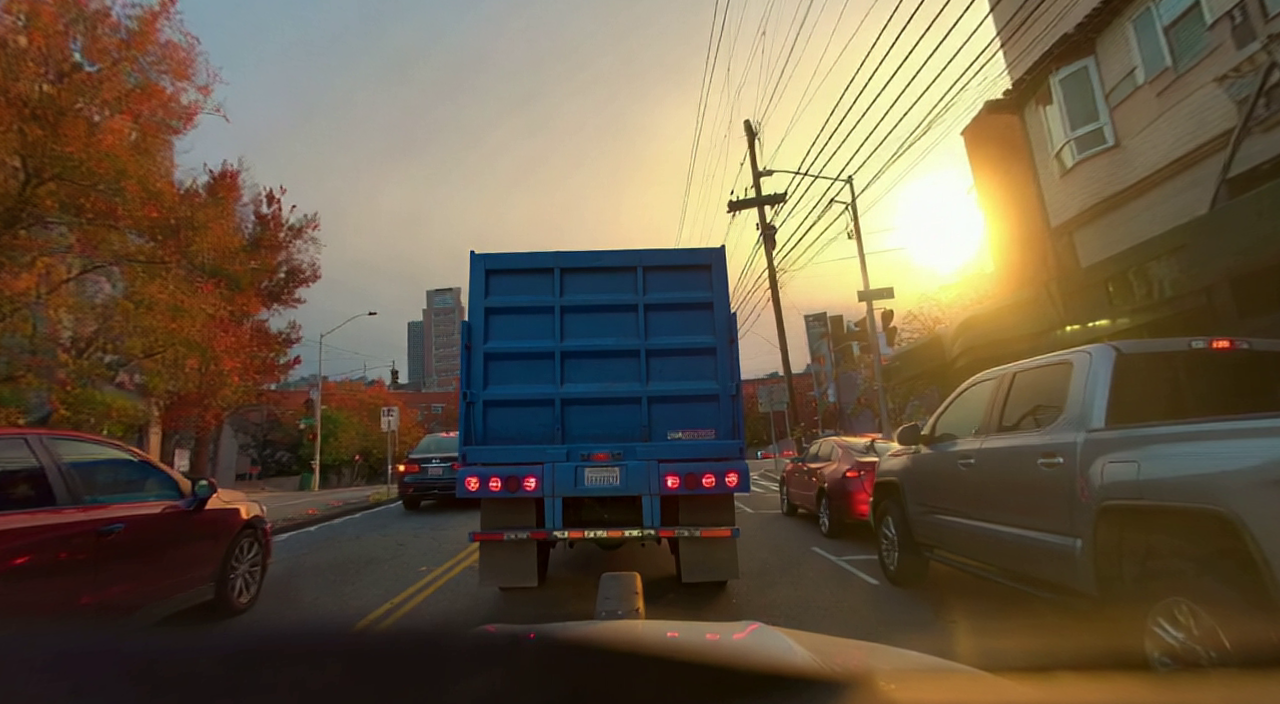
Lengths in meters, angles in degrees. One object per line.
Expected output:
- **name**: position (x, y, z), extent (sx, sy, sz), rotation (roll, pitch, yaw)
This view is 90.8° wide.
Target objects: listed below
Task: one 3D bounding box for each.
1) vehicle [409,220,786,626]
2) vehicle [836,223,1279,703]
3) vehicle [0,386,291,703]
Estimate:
- **vehicle**: position (-0.235, 1.100, 9.121), extent (2.878, 3.204, 8.244), rotation (0, -8, 1)
- **vehicle**: position (3.230, 0.845, 3.870), extent (2.242, 1.979, 5.722), rotation (0, -8, 0)
- **vehicle**: position (-4.119, 1.036, 3.298), extent (1.988, 1.657, 4.492), rotation (0, -8, 0)
